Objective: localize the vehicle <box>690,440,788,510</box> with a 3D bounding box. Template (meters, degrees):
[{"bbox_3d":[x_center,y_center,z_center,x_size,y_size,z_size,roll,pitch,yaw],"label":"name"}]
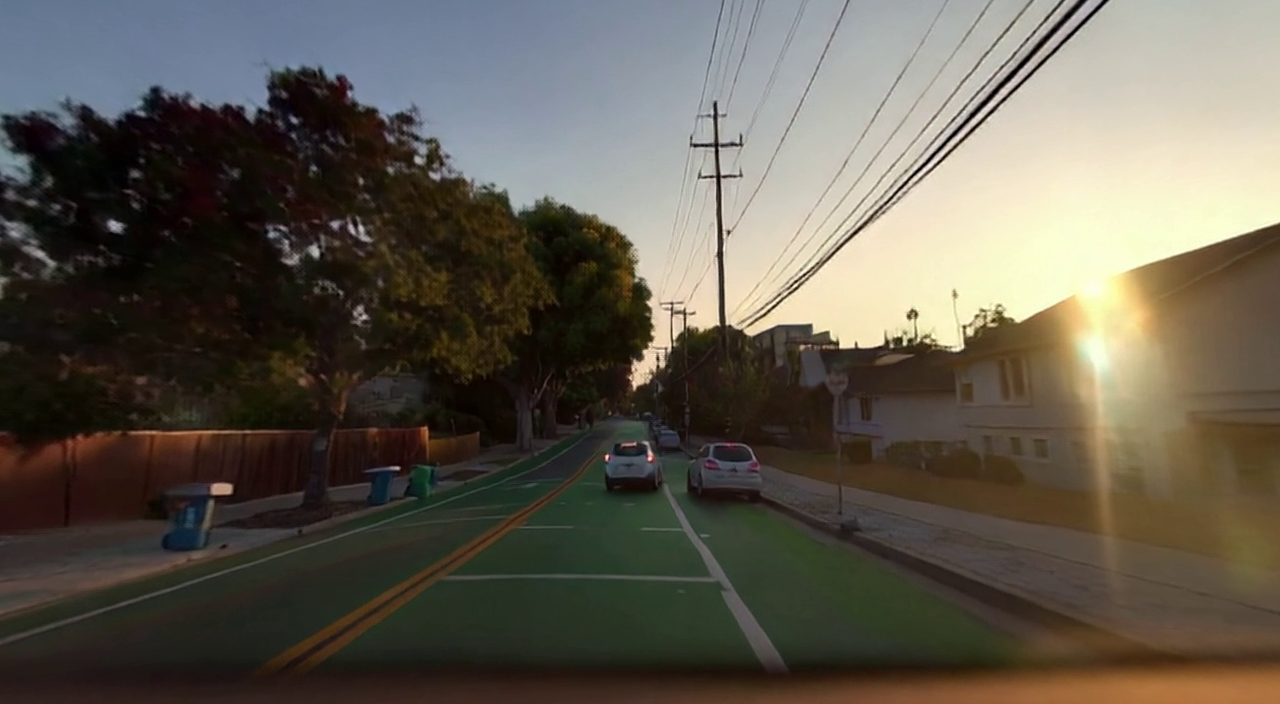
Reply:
[{"bbox_3d":[2.645,3.391,18.069,1.909,1.694,4.472,0,-8,-2],"label":"vehicle"}]

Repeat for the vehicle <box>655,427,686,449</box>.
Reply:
[{"bbox_3d":[2.202,6.384,46.734,1.981,1.512,4.144,0,-8,-2],"label":"vehicle"}]

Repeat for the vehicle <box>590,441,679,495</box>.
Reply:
[{"bbox_3d":[-0.033,3.638,20.386,2.235,1.500,4.496,-1,-8,8],"label":"vehicle"}]
